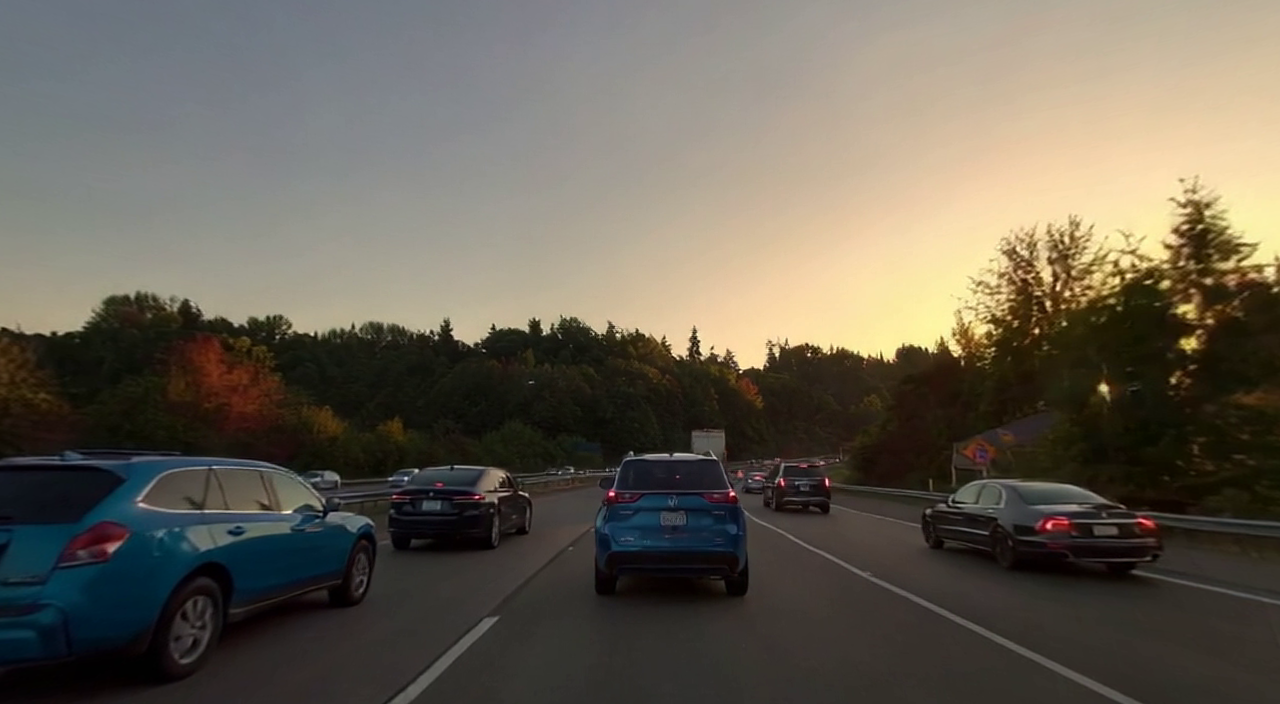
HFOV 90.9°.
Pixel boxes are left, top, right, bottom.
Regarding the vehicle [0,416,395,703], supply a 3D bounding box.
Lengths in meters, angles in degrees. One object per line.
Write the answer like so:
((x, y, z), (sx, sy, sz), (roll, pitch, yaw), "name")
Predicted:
((-3.776, 1.431, 4.776), (1.994, 1.556, 4.263), (0, -11, 1), "vehicle")

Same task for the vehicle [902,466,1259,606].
((5.651, 2.389, 9.021), (1.919, 1.437, 4.436), (1, -11, 1), "vehicle")

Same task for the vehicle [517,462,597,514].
((-2.886, 4.876, 22.964), (2.014, 1.654, 4.254), (0, -11, 4), "vehicle")

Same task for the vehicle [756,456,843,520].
((5.235, 4.504, 21.256), (1.984, 1.876, 4.287), (0, -11, 3), "vehicle")

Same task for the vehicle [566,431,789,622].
((0.372, 2.007, 7.999), (2.057, 1.725, 4.126), (1, -11, 0), "vehicle")

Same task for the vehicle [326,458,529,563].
((-3.564, 2.777, 11.696), (1.960, 1.502, 4.593), (0, -11, 3), "vehicle")
